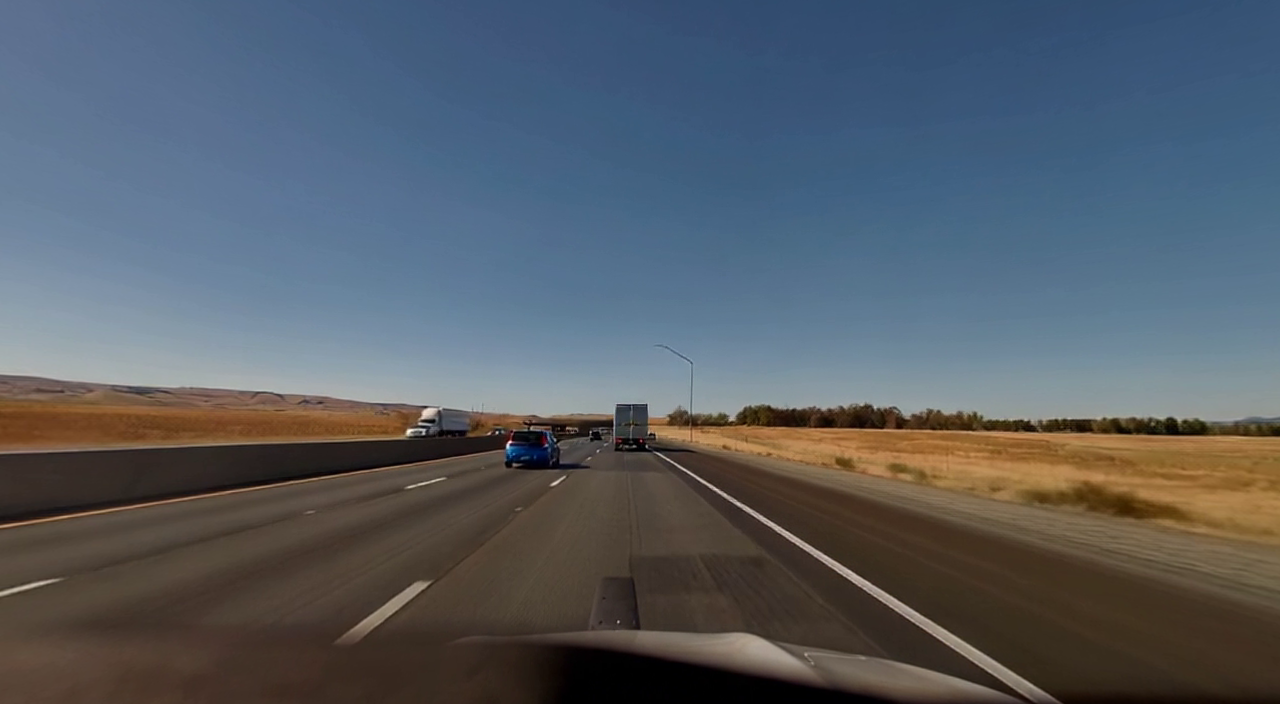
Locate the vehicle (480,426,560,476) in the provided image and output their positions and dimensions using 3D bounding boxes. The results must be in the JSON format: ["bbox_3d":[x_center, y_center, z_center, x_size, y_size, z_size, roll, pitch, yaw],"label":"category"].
[{"bbox_3d":[-3.922,3.304,21.183,1.955,1.508,3.996,0,-8,-1],"label":"vehicle"}]

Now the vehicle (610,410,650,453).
[{"bbox_3d":[-0.794,5.464,43.091,2.418,2.704,6.445,0,-8,-4],"label":"vehicle"}]
